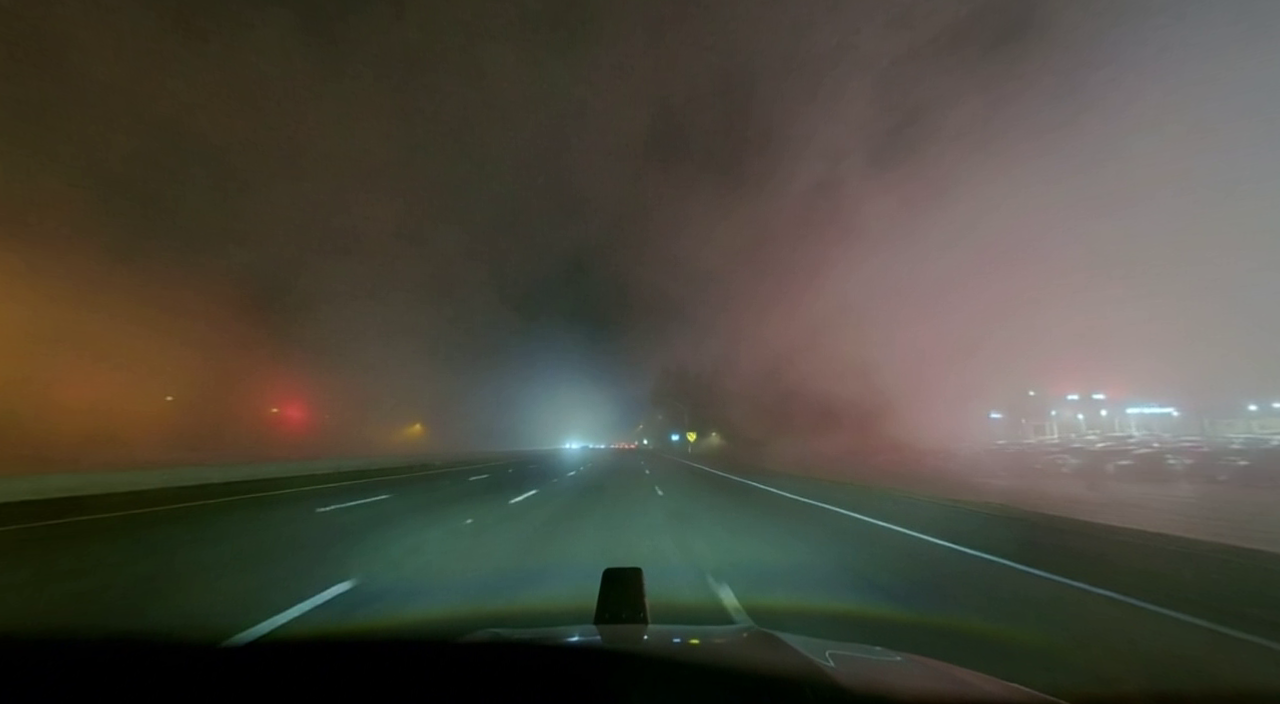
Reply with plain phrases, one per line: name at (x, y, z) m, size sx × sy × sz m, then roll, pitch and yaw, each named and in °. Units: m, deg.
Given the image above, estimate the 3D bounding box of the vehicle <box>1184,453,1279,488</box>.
vehicle at (33.659, 6.556, 34.961) m, size 4.896 × 1.808 × 2.225 m, roll 1°, pitch -8°, yaw -2°

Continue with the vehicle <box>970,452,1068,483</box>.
vehicle at (27.303, 8.315, 45.533) m, size 5.531 × 1.855 × 2.208 m, roll -3°, pitch -8°, yaw -1°
